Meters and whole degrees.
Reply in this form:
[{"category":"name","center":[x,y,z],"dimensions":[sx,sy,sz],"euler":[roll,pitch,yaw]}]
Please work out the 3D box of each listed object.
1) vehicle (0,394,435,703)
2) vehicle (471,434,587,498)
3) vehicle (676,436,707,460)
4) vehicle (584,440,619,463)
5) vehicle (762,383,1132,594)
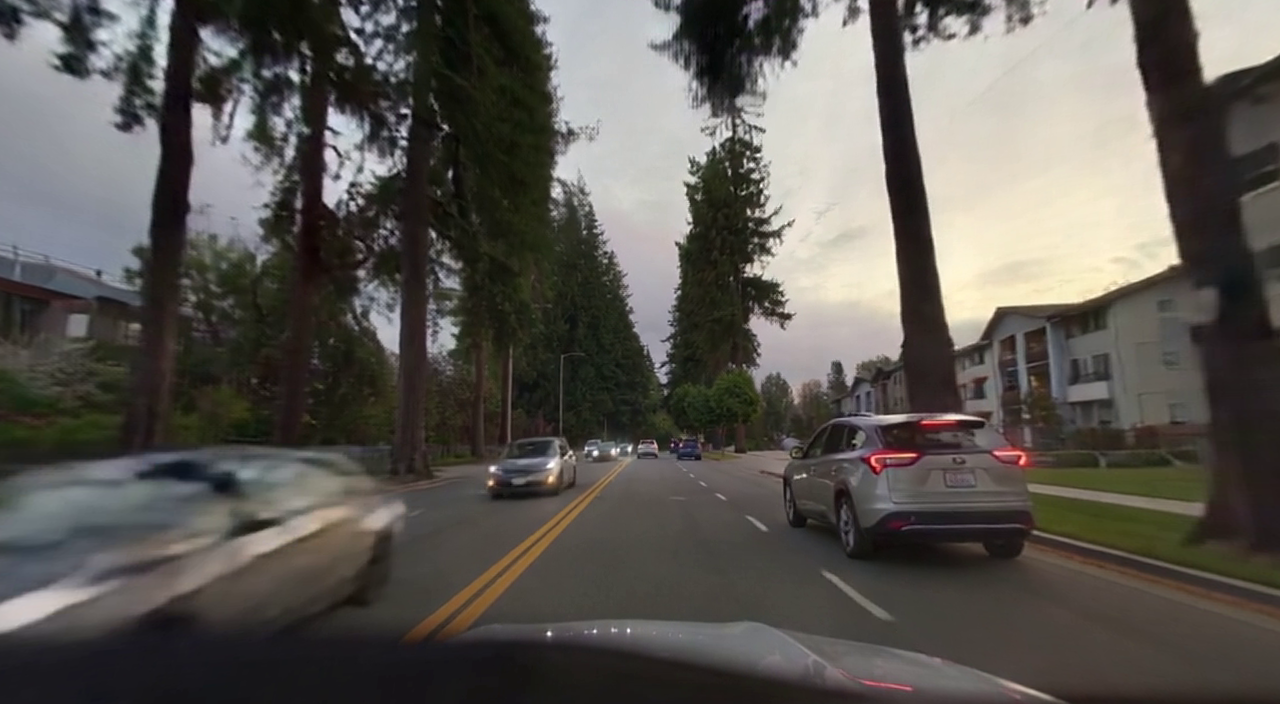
[{"category":"vehicle","center":[-2.851,1.110,3.672],"dimensions":[1.941,1.409,3.975],"euler":[0,-8,0]},{"category":"vehicle","center":[-2.818,3.035,17.186],"dimensions":[2.182,1.486,4.809],"euler":[0,-8,1]},{"category":"vehicle","center":[3.910,7.415,48.511],"dimensions":[2.069,1.791,4.422],"euler":[0,-8,0]},{"category":"vehicle","center":[-2.693,7.102,44.890],"dimensions":[2.096,1.515,4.481],"euler":[0,-8,2]},{"category":"vehicle","center":[3.267,1.600,8.272],"dimensions":[2.219,1.881,5.104],"euler":[0,-8,-1]}]
